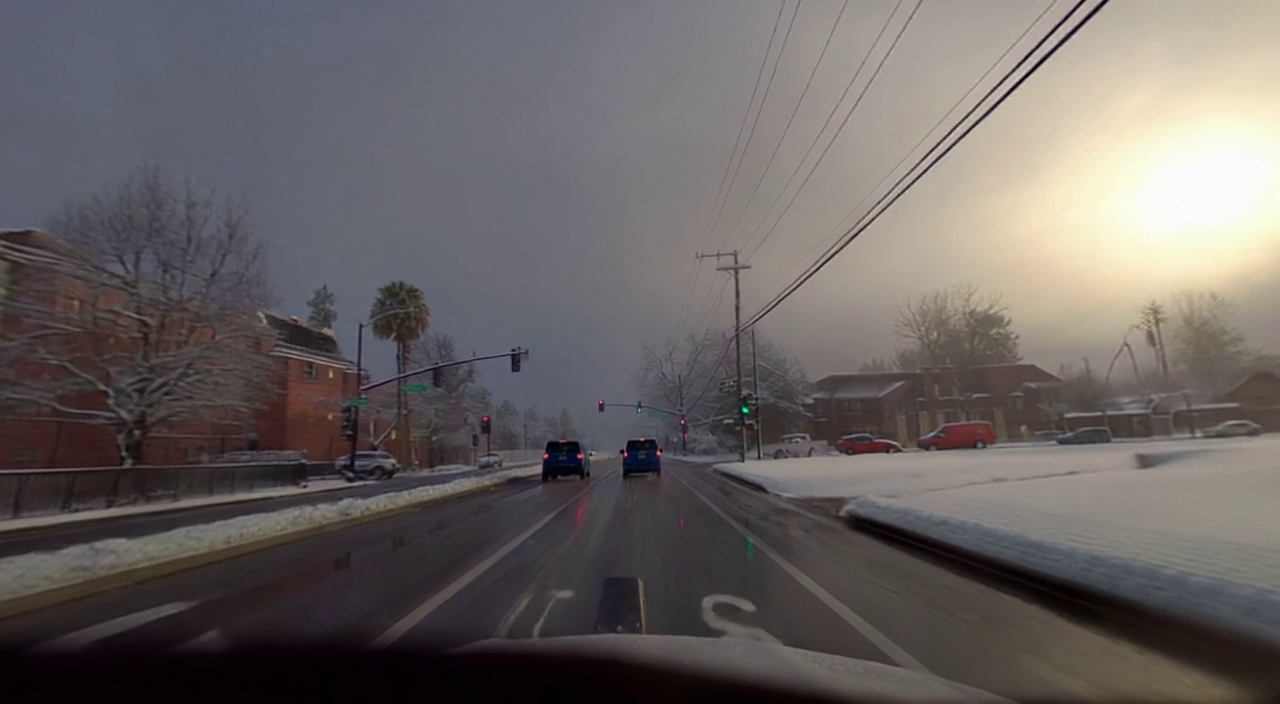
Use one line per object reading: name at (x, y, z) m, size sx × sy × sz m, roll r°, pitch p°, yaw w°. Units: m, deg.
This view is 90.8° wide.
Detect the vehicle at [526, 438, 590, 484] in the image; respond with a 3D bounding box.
vehicle at (-3.299, 4.506, 26.383) m, size 2.097 × 1.755 × 4.336 m, roll 0°, pitch -9°, yaw 0°

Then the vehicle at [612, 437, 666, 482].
vehicle at (-0.094, 4.562, 27.082) m, size 2.088 × 1.735 × 4.801 m, roll 0°, pitch -9°, yaw -1°
